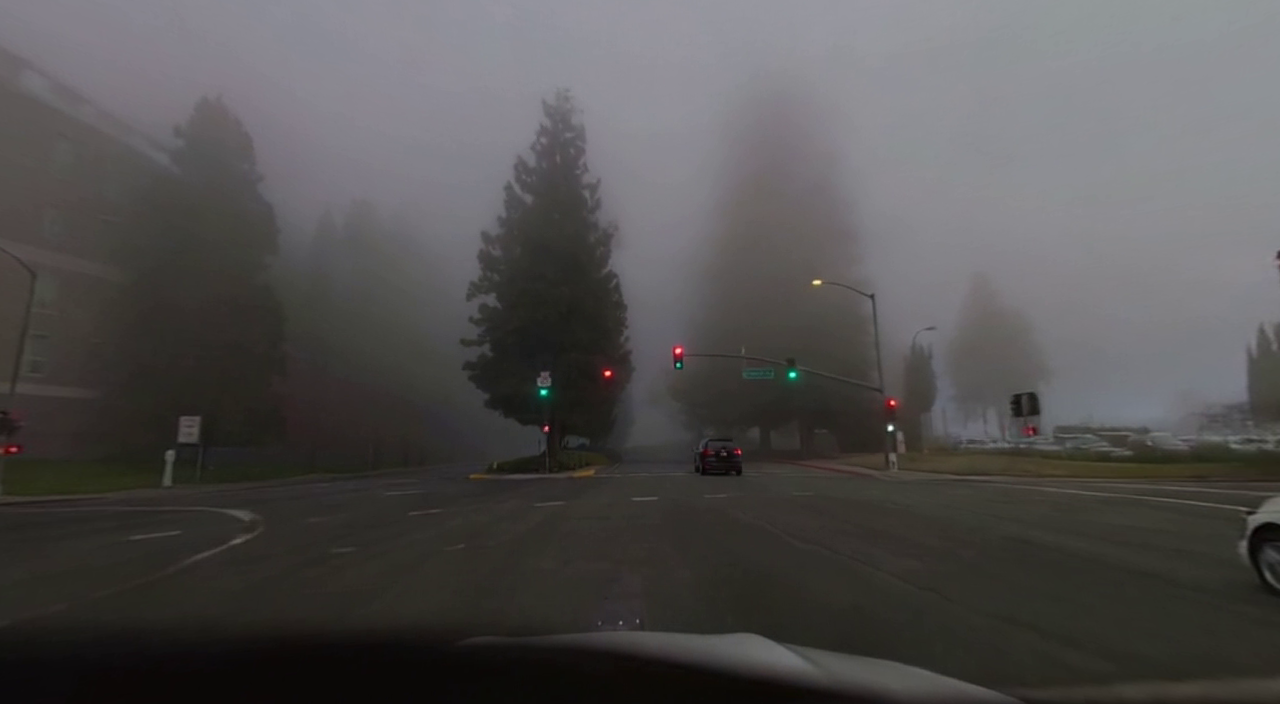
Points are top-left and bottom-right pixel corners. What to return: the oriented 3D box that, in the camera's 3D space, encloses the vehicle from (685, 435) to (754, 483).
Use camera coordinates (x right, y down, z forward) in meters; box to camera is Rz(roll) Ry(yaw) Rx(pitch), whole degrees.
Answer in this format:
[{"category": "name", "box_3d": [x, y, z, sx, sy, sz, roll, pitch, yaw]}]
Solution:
[{"category": "vehicle", "box_3d": [3.192, 4.404, 26.285, 2.095, 1.759, 4.862, 0, -9, -2]}]
